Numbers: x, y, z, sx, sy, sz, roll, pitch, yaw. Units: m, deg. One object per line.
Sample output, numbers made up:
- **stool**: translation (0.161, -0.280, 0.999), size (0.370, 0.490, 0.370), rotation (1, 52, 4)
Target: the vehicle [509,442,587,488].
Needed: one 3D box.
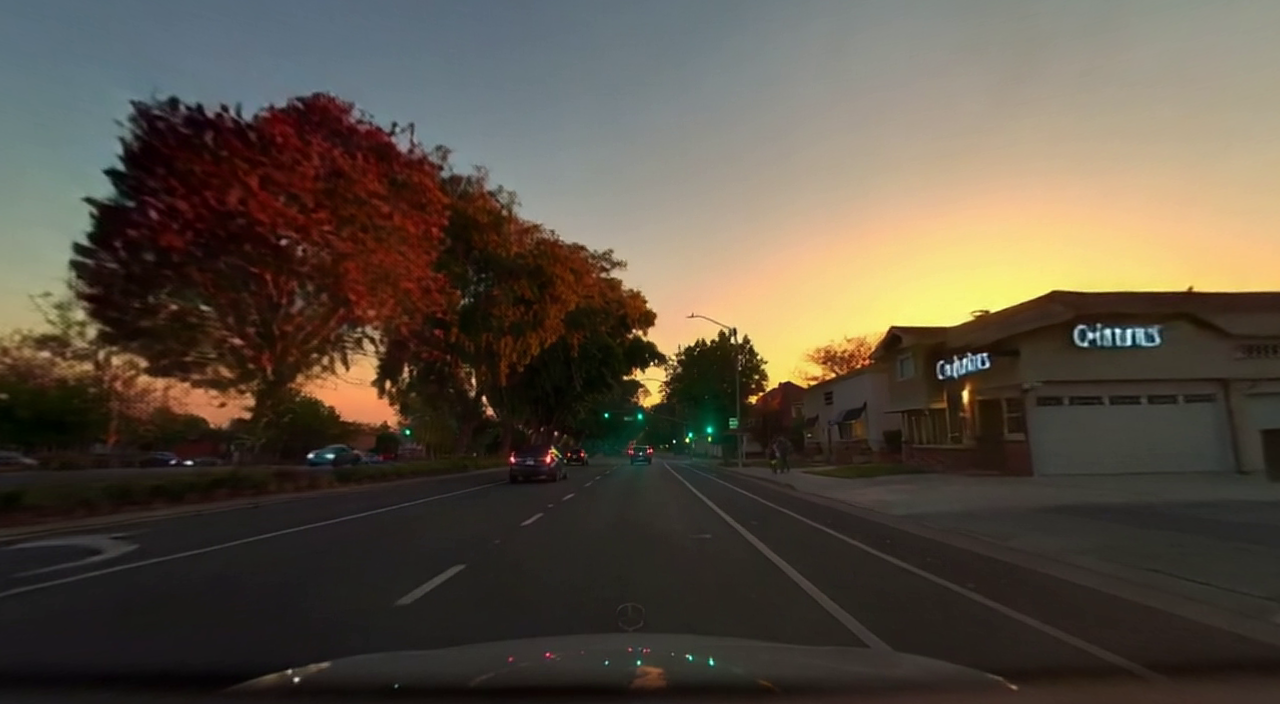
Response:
- **vehicle**: translation (-3.147, 3.995, 22.596), size (2.015, 1.470, 4.458), rotation (0, -8, 1)

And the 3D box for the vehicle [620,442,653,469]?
- **vehicle**: translation (-0.245, 7.089, 43.254), size (2.153, 1.764, 4.047), rotation (0, -8, 0)

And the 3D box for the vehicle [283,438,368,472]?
- **vehicle**: translation (-20.099, 6.598, 40.670), size (2.226, 1.987, 5.777), rotation (-1, -9, 4)
